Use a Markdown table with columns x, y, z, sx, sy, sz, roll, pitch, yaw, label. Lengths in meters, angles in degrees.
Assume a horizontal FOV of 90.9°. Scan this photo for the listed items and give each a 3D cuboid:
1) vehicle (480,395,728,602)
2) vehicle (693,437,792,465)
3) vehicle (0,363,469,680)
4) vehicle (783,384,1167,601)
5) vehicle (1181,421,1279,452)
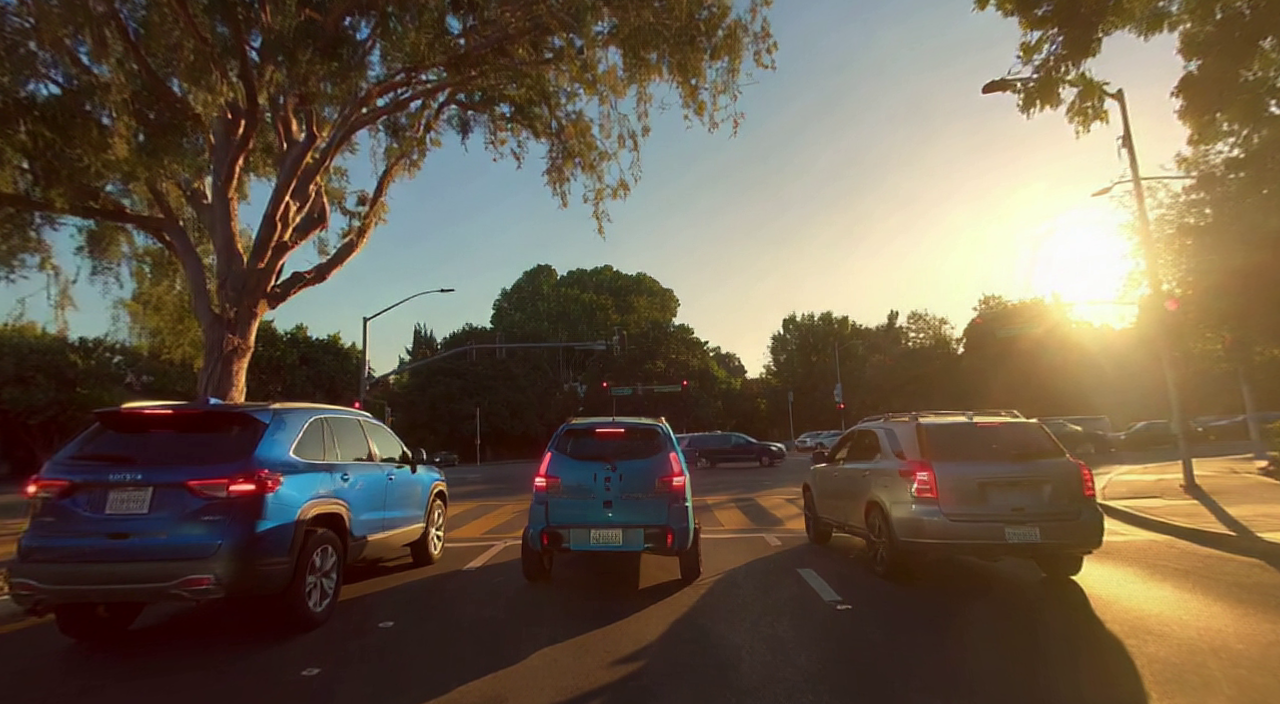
| x | y | z | sx | sy | sz | roll | pitch | yaw | label |
| --- | --- | --- | --- | --- | --- | --- | --- | --- | --- |
| -0.239 | 1.513 | 7.320 | 2.067 | 1.702 | 3.987 | 0 | -8 | 2 | vehicle |
| 5.652 | 5.475 | 34.853 | 5.018 | 1.435 | 1.920 | -5 | -10 | 31 | vehicle |
| -3.271 | 1.286 | 5.891 | 2.047 | 1.810 | 4.414 | 0 | -8 | 1 | vehicle |
| 3.274 | 1.485 | 7.517 | 2.083 | 1.779 | 4.532 | 0 | -8 | 0 | vehicle |
| 32.783 | 4.656 | 34.767 | 4.175 | 1.634 | 1.877 | 1 | -8 | -4 | vehicle |
